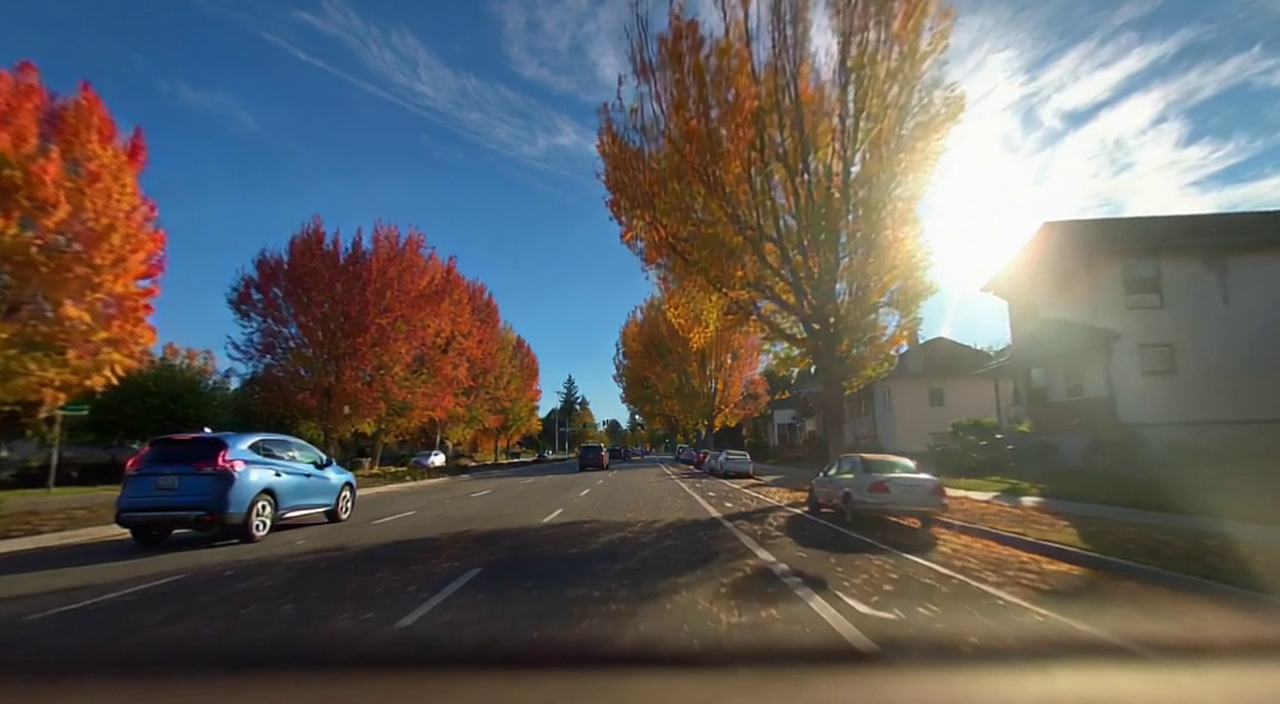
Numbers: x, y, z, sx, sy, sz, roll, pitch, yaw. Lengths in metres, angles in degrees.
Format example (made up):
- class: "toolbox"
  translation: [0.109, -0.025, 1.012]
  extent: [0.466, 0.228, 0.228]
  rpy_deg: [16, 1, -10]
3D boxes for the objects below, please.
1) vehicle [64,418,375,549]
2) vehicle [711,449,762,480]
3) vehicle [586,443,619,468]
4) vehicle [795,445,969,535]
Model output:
- class: "vehicle"
  translation: [-6.547, 2.101, 10.664]
  extent: [2.034, 1.711, 4.512]
  rpy_deg: [0, -9, 1]
- class: "vehicle"
  translation: [5.021, 5.921, 33.382]
  extent: [1.952, 1.505, 4.713]
  rpy_deg: [0, -9, 0]
- class: "vehicle"
  translation: [-2.911, 8.140, 49.503]
  extent: [2.228, 1.796, 4.491]
  rpy_deg: [0, -9, 1]
- class: "vehicle"
  translation: [4.645, 2.688, 12.875]
  extent: [1.939, 1.504, 4.189]
  rpy_deg: [0, -9, 1]
